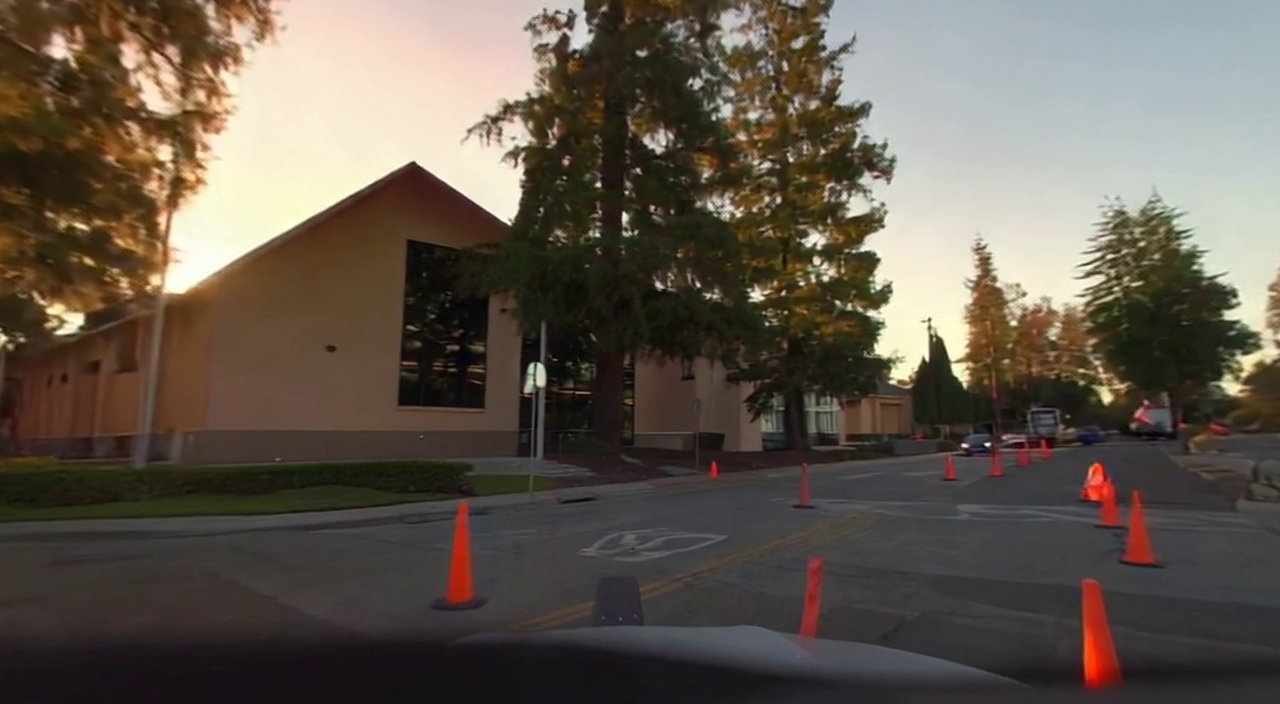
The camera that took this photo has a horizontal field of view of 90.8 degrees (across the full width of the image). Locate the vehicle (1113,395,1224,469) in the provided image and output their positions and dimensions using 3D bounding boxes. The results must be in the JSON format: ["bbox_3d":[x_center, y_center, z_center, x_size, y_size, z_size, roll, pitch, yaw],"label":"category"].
[{"bbox_3d":[20.831,3.253,25.273,2.784,2.533,6.764,-5,-10,35],"label":"vehicle"}]
